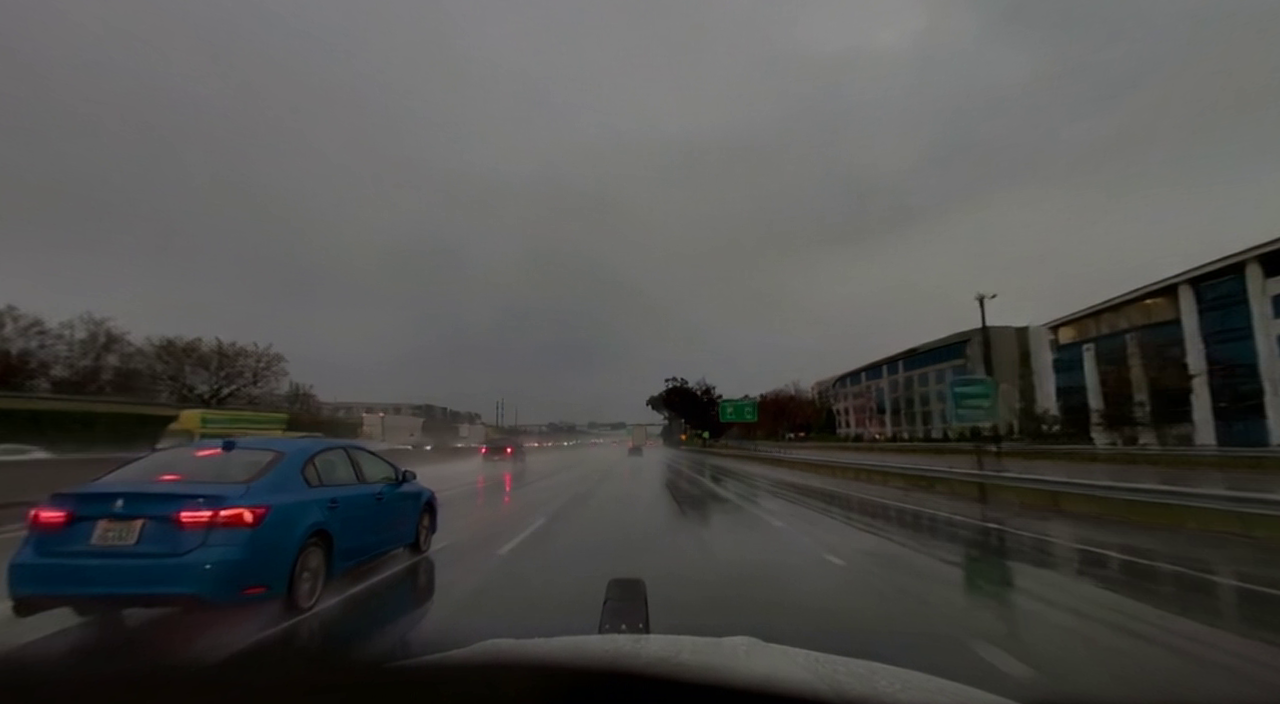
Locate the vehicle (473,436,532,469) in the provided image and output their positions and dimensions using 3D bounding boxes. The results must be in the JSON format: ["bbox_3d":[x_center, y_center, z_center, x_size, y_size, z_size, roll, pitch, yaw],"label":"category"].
[{"bbox_3d":[-7.387,5.439,34.376,2.118,1.675,4.395,0,-8,1],"label":"vehicle"}]

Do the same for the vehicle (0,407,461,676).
[{"bbox_3d":[-3.605,1.482,6.258,2.144,1.565,4.951,0,-8,1],"label":"vehicle"}]
